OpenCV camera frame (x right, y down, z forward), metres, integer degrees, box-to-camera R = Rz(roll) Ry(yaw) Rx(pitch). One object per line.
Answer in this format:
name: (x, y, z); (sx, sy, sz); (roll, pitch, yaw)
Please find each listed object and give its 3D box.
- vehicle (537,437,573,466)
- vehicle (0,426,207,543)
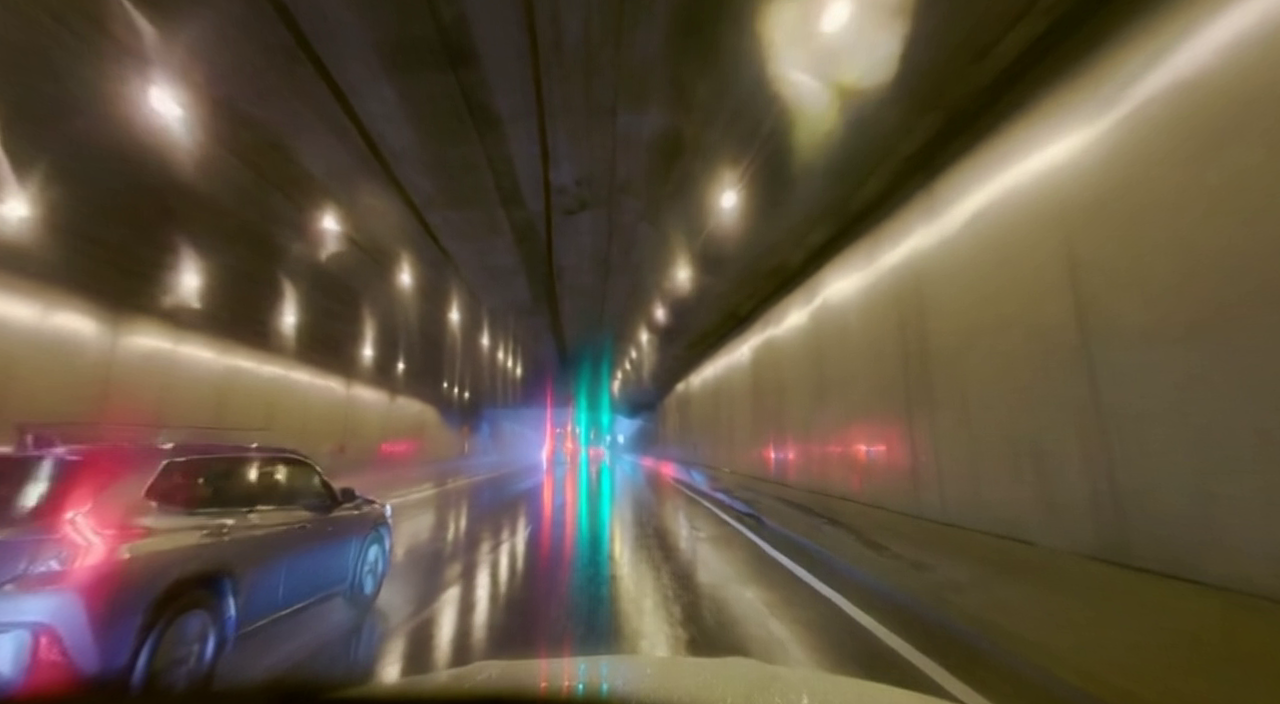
vehicle: (-5.474, 6.435, 40.931); (1.961, 1.725, 4.315); (0, -8, -3)
vehicle: (-8.865, 1.917, 9.621); (1.691, 1.439, 4.136); (0, -8, -2)
